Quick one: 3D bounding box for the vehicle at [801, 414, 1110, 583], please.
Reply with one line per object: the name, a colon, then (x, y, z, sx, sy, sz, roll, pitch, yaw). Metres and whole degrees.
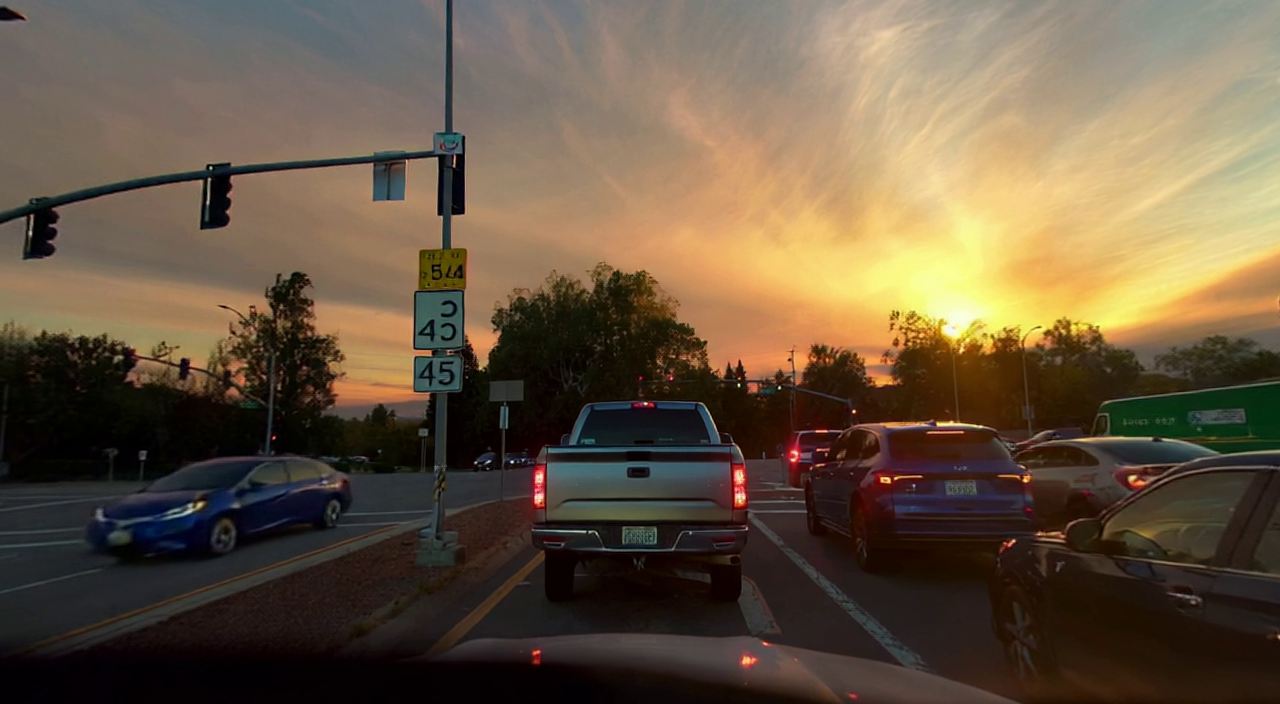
vehicle: (3.578, 1.717, 8.182, 1.981, 1.616, 4.006, 0, -8, 1)

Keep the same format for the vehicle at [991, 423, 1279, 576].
vehicle: (6.837, 1.740, 8.275, 1.973, 1.470, 4.228, 0, -8, 0)

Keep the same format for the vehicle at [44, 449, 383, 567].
vehicle: (-7.107, 2.591, 11.457, 2.410, 1.596, 4.931, -1, -8, 5)

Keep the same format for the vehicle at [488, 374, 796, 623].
vehicle: (0.051, 1.474, 7.345, 2.326, 1.880, 4.964, 0, -8, 1)
